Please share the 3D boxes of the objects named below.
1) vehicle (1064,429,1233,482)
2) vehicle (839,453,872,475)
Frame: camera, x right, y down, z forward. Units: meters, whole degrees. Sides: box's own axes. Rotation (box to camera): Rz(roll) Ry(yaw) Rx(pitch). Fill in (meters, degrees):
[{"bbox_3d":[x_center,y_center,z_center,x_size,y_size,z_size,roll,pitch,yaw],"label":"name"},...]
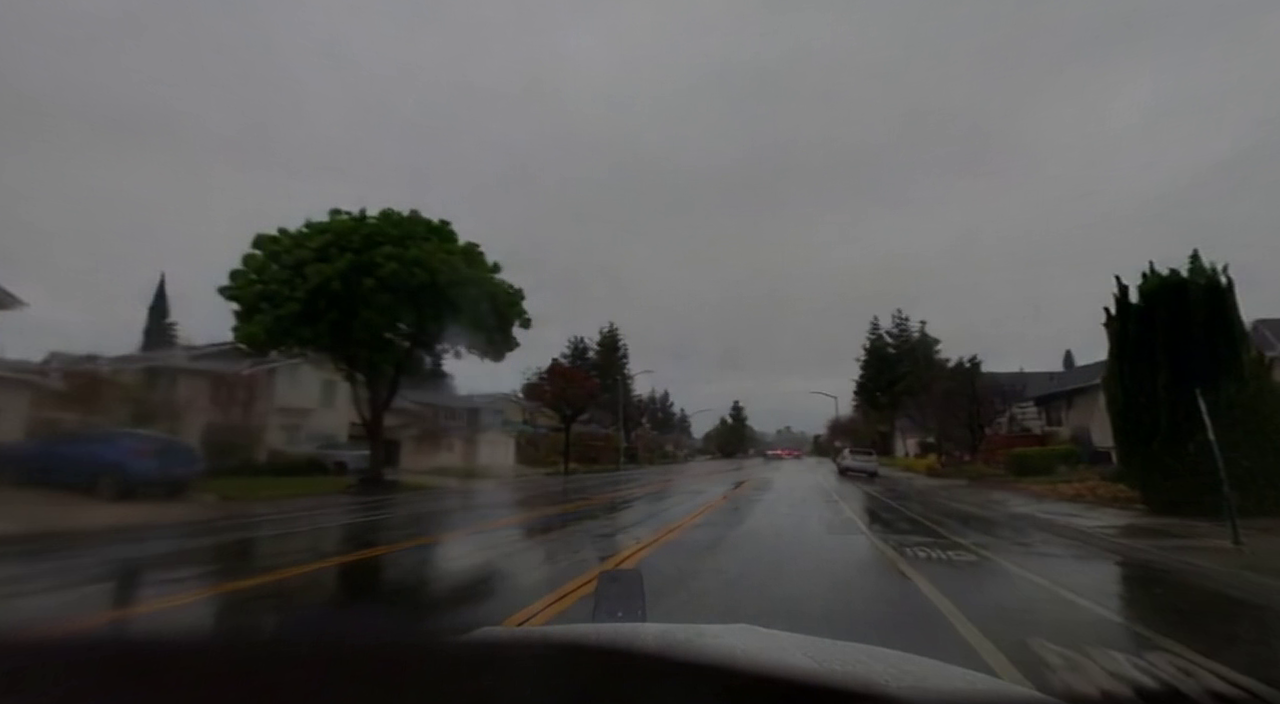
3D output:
[{"bbox_3d":[20.111,4.114,25.242,4.682,1.956,2.001,-3,-8,13],"label":"vehicle"},{"bbox_3d":[16.706,8.650,49.081,1.971,1.558,4.895,-1,-10,14],"label":"vehicle"}]
